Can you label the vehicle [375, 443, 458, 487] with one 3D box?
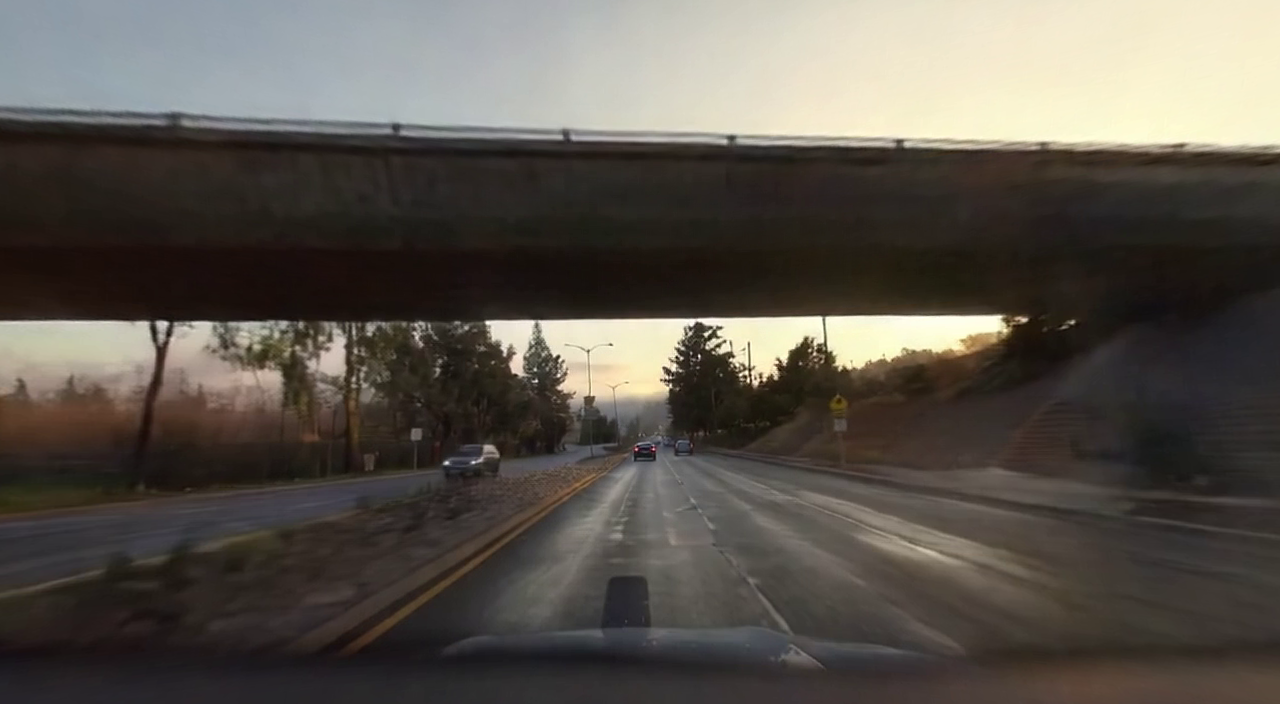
[{"bbox_3d":[-10.436,5.275,29.902,2.144,1.835,4.733,1,-8,0],"label":"vehicle"}]
